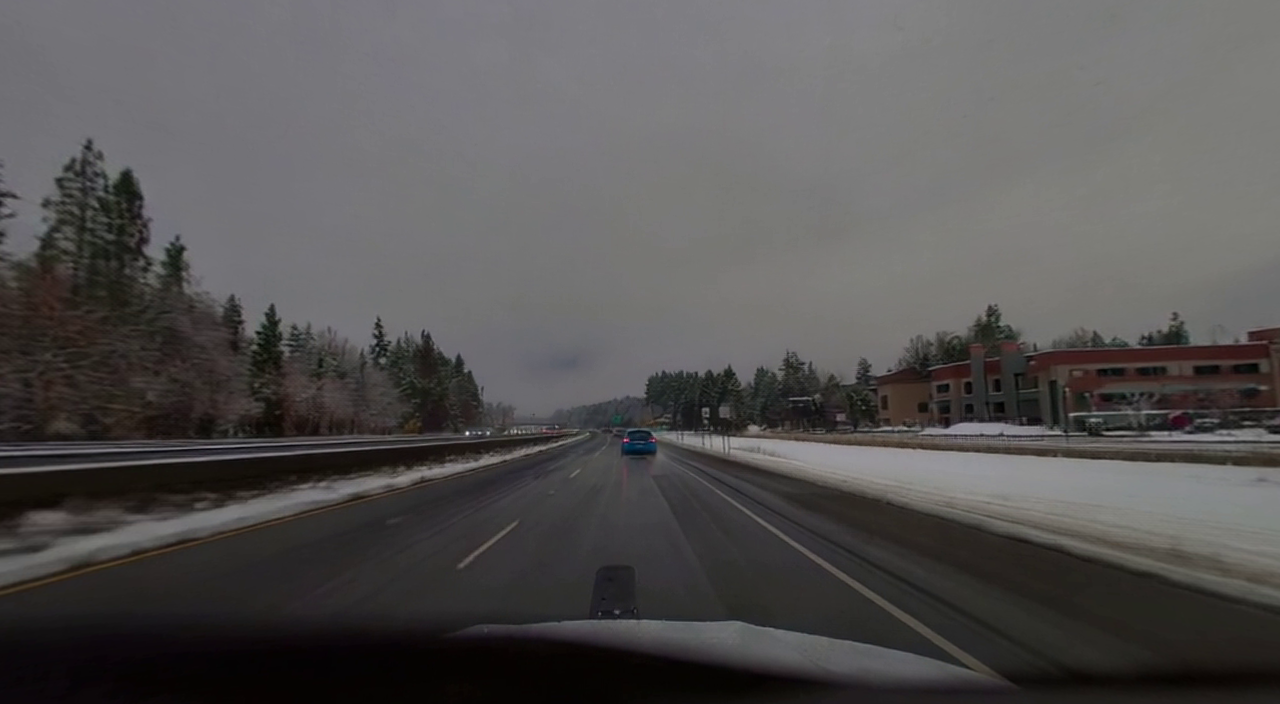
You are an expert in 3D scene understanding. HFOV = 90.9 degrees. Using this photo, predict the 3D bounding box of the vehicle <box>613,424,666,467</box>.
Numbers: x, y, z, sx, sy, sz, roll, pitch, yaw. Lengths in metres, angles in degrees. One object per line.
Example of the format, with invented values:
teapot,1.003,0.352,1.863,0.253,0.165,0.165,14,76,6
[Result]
vehicle,-0.088,3.854,26.158,2.020,1.633,3.942,0,-8,-2
